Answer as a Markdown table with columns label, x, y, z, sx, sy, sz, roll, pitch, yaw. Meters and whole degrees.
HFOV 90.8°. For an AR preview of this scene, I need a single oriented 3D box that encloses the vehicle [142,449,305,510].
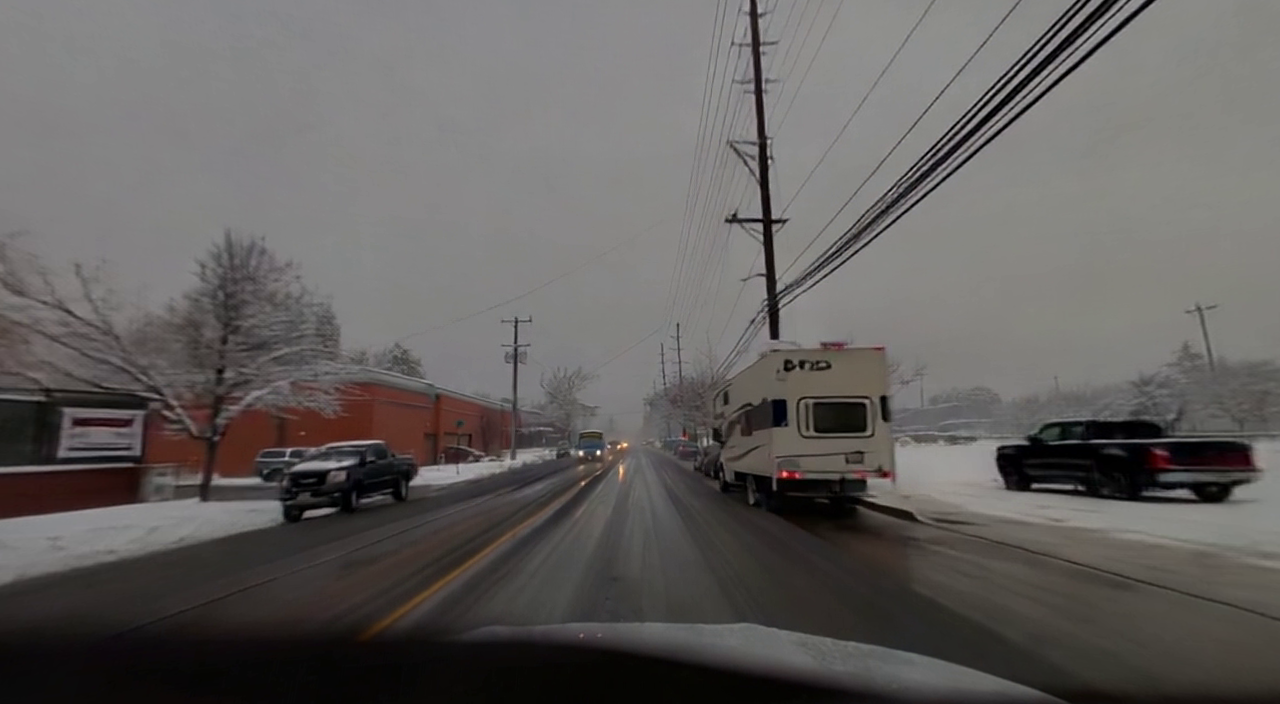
| label | x | y | z | sx | sy | sz | roll | pitch | yaw |
| --- | --- | --- | --- | --- | --- | --- | --- | --- | --- |
| vehicle | -12.306 | 3.740 | 19.067 | 1.763 | 1.497 | 4.275 | -5 | -9 | 6 |

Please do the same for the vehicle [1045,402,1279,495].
| label | x | y | z | sx | sy | sz | roll | pitch | yaw |
| --- | --- | --- | --- | --- | --- | --- | --- | --- | --- |
| vehicle | 12.277 | 2.284 | 15.084 | 2.022 | 1.849 | 4.509 | 0 | -8 | -2 |

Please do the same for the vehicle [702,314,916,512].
| label | x | y | z | sx | sy | sz | roll | pitch | yaw |
| --- | --- | --- | --- | --- | --- | --- | --- | --- | --- |
| vehicle | 3.839 | 1.922 | 16.927 | 3.029 | 3.860 | 7.726 | -5 | -10 | -2 |

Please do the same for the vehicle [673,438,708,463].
| label | x | y | z | sx | sy | sz | roll | pitch | yaw |
| --- | --- | --- | --- | --- | --- | --- | --- | --- | --- |
| vehicle | 3.840 | 7.602 | 48.854 | 2.112 | 1.848 | 4.913 | 0 | -8 | -2 |

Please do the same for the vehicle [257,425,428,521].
| label | x | y | z | sx | sy | sz | roll | pitch | yaw |
| --- | --- | --- | --- | --- | --- | --- | --- | --- | --- |
| vehicle | -7.893 | 3.244 | 17.522 | 2.177 | 2.075 | 5.427 | -4 | -9 | -1 |

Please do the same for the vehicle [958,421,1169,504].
| label | x | y | z | sx | sy | sz | roll | pitch | yaw |
| --- | --- | --- | --- | --- | --- | --- | --- | --- | --- |
| vehicle | 9.674 | 2.556 | 14.993 | 2.039 | 1.662 | 4.304 | -1 | -8 | 1 |
